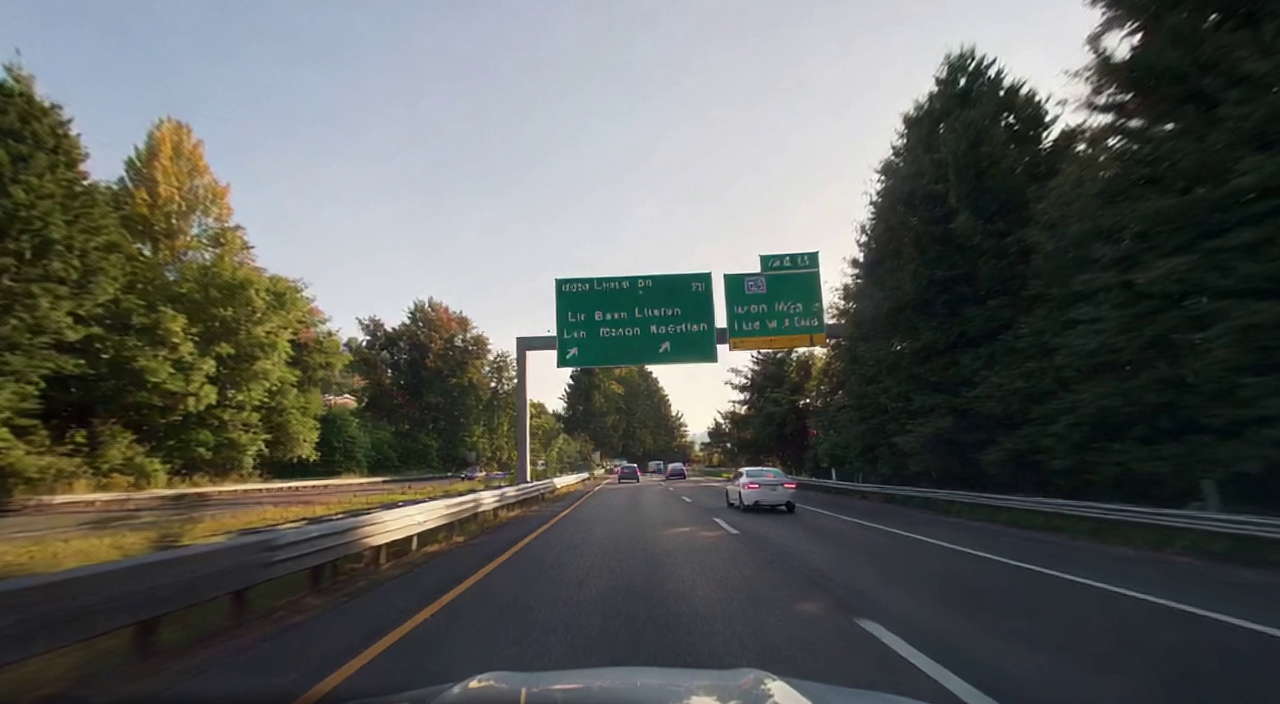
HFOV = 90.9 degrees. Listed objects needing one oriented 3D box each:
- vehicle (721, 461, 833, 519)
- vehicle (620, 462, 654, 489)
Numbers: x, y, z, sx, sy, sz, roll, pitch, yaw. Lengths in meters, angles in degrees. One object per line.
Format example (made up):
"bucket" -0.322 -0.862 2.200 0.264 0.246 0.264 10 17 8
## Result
"vehicle" 3.775 3.932 18.370 2.018 1.426 4.941 1 -10 -2
"vehicle" -0.229 7.465 38.256 1.980 1.483 3.865 1 -10 -1
